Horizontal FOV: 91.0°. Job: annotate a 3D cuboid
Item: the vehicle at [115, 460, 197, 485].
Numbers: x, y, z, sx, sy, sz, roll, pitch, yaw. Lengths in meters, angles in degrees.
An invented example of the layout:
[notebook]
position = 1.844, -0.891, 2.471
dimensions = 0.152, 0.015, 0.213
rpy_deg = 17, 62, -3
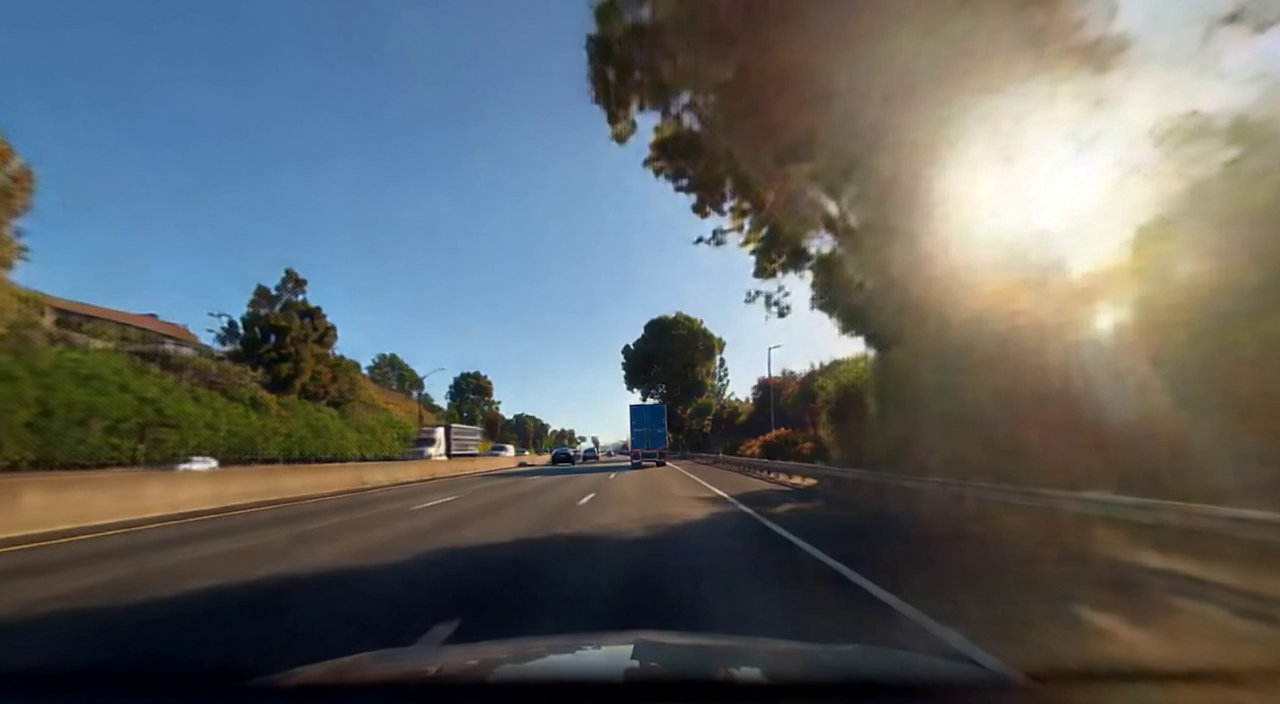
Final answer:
[vehicle]
position = -35.484, 8.816, 46.374
dimensions = 1.871, 1.622, 4.890
rpy_deg = 0, -9, 5
